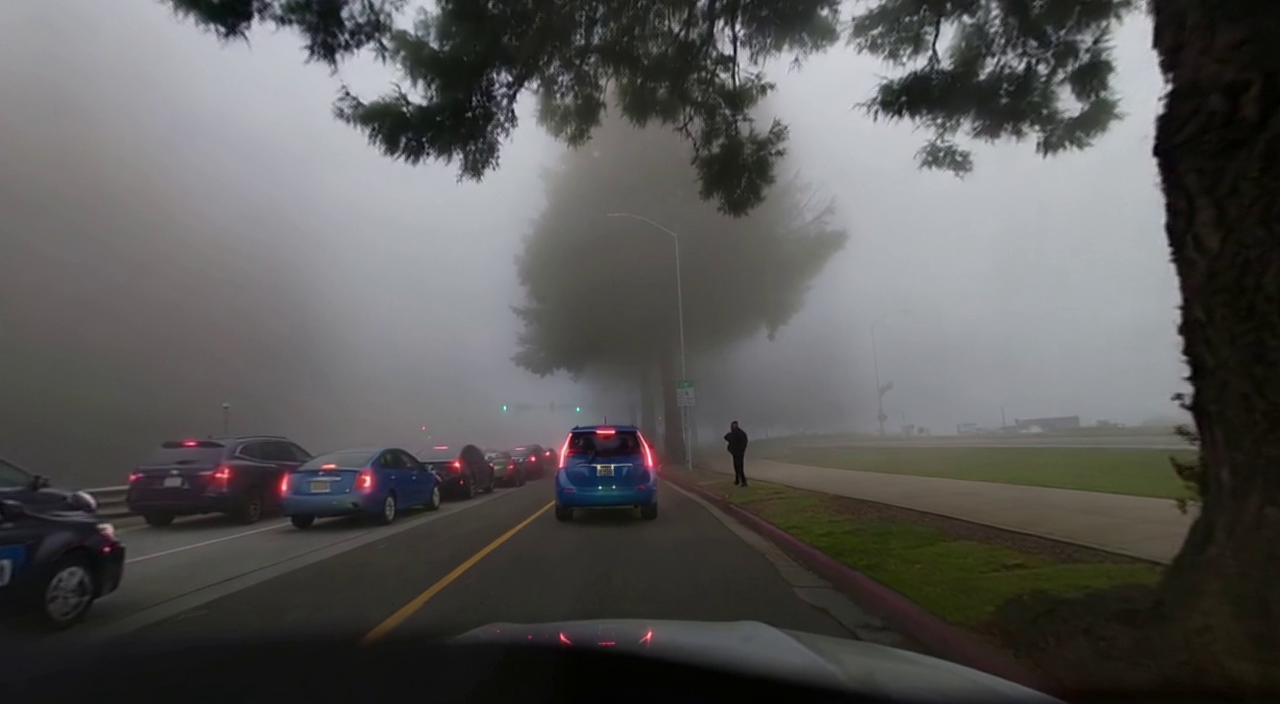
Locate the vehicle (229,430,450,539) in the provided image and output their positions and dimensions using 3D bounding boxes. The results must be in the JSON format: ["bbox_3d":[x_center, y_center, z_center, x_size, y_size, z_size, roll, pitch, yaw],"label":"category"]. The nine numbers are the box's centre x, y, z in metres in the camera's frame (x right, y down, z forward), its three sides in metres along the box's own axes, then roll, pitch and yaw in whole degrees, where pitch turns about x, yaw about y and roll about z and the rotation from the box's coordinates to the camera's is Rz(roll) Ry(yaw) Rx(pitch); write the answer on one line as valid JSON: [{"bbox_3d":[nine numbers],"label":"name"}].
[{"bbox_3d":[-5.401,2.422,12.206,2.010,1.674,4.484,0,-9,0],"label":"vehicle"}]

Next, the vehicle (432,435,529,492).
[{"bbox_3d":[-5.423,3.853,22.201,2.188,1.774,4.477,0,-9,1],"label":"vehicle"}]

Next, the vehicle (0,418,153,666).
[{"bbox_3d":[-5.257,1.131,3.336,2.069,1.616,4.108,0,-9,0],"label":"vehicle"}]

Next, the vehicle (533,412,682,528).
[{"bbox_3d":[-0.572,2.206,12.268,2.368,1.829,4.293,0,-9,-2],"label":"vehicle"}]
